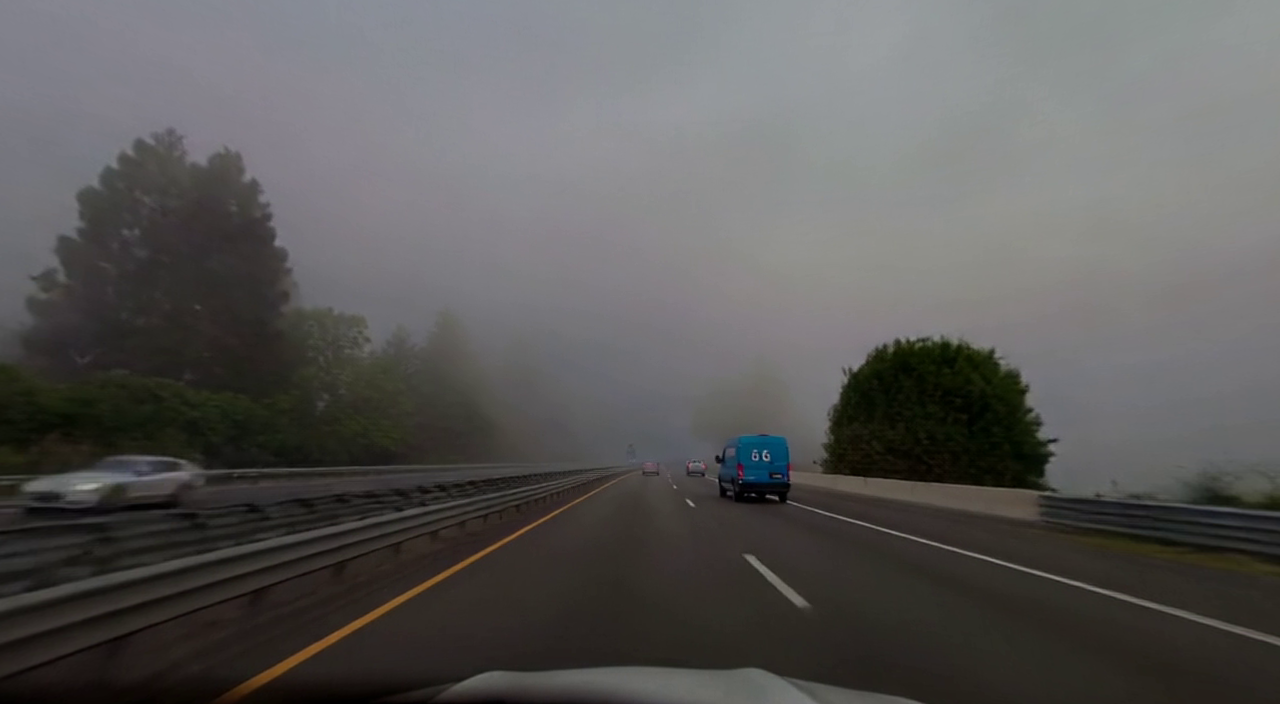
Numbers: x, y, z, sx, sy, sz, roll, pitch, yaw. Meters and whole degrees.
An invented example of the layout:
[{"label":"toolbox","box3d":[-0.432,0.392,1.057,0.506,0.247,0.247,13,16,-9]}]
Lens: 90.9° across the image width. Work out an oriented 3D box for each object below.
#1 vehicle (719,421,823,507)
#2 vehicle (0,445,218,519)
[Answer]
[{"label":"vehicle","box3d":[4.387,3.971,22.315,2.366,2.595,5.793,1,-11,0]},{"label":"vehicle","box3d":[-12.728,3.061,15.119,1.917,1.465,4.638,1,-11,0]}]
